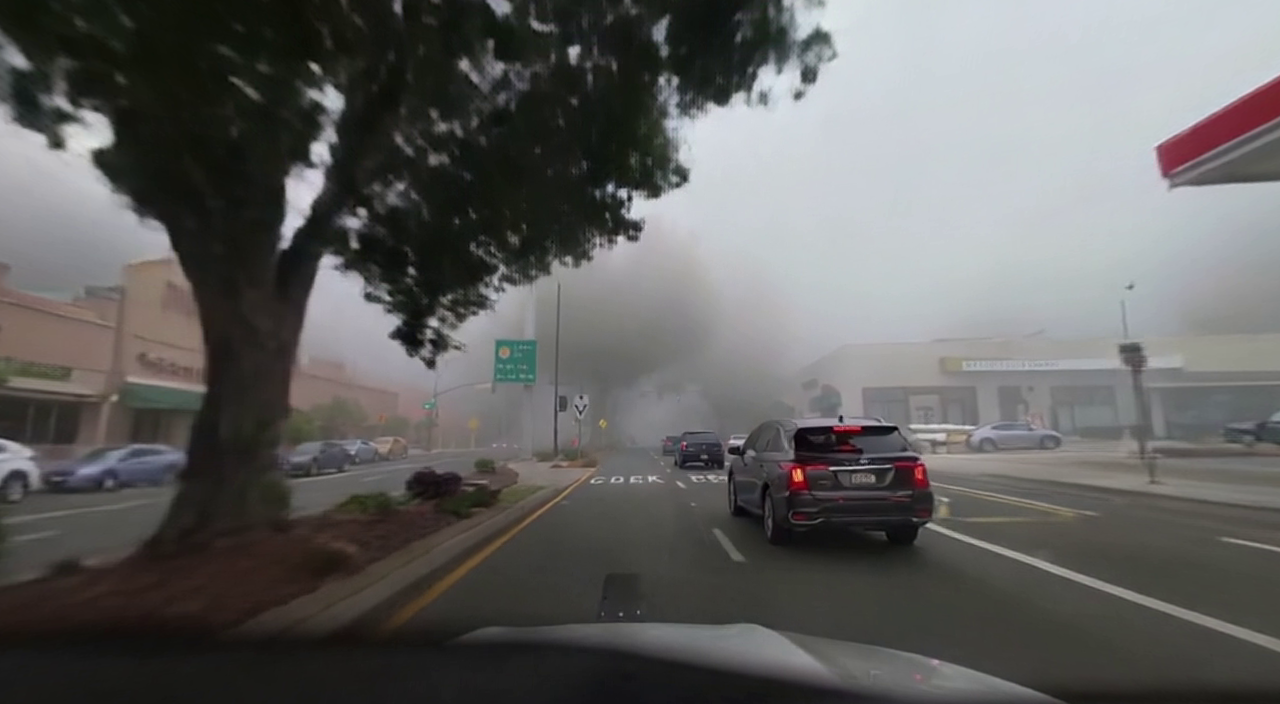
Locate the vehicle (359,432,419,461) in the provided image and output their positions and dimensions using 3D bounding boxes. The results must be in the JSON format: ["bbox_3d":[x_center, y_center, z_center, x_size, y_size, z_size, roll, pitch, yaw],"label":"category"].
[{"bbox_3d":[-17.888,6.764,45.211,2.263,1.887,5.170,0,-8,-1],"label":"vehicle"}]

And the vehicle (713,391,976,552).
[{"bbox_3d":[2.507,1.637,9.306,2.183,1.720,4.842,0,-8,-1],"label":"vehicle"}]

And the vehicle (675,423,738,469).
[{"bbox_3d":[2.558,3.750,25.246,1.999,1.679,4.217,0,-8,-1],"label":"vehicle"}]

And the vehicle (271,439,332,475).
[{"bbox_3d":[-16.057,4.932,29.868,2.290,1.519,4.860,4,-9,-28],"label":"vehicle"}]

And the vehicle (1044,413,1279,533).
[{"bbox_3d":[9.723,1.965,10.850,2.177,1.593,5.027,0,-8,0],"label":"vehicle"}]

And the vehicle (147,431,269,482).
[{"bbox_3d":[-17.975,4.350,26.537,1.930,1.935,4.567,0,-8,-1],"label":"vehicle"}]

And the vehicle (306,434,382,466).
[{"bbox_3d":[-18.039,5.986,38.644,2.129,1.843,5.067,-1,-8,1],"label":"vehicle"}]

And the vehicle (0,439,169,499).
[{"bbox_3d":[-18.077,3.702,20.447,1.881,1.679,4.598,-1,-8,2],"label":"vehicle"}]
